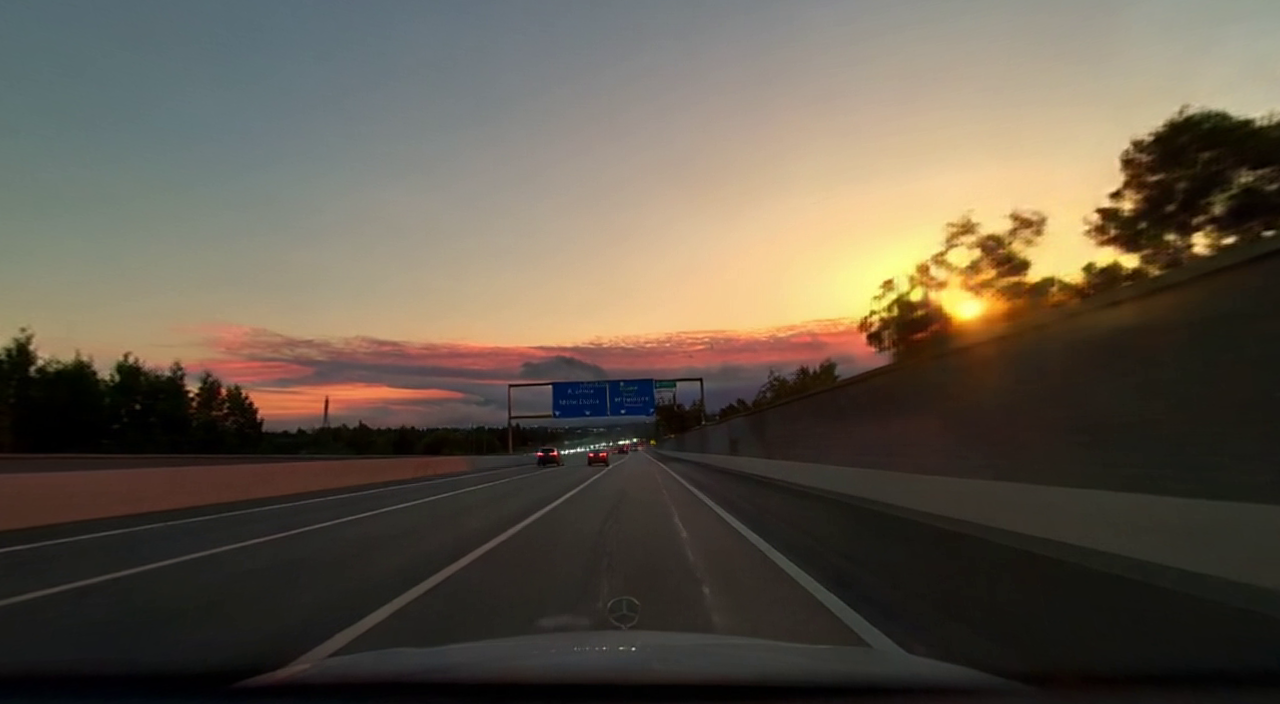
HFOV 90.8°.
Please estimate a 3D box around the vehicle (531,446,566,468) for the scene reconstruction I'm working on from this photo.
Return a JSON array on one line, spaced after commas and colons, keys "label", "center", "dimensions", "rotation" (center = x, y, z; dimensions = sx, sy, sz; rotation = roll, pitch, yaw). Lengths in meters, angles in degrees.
[{"label": "vehicle", "center": [-7.114, 8.209, 49.458], "dimensions": [2.098, 1.606, 4.227], "rotation": [0, -9, 1]}]
